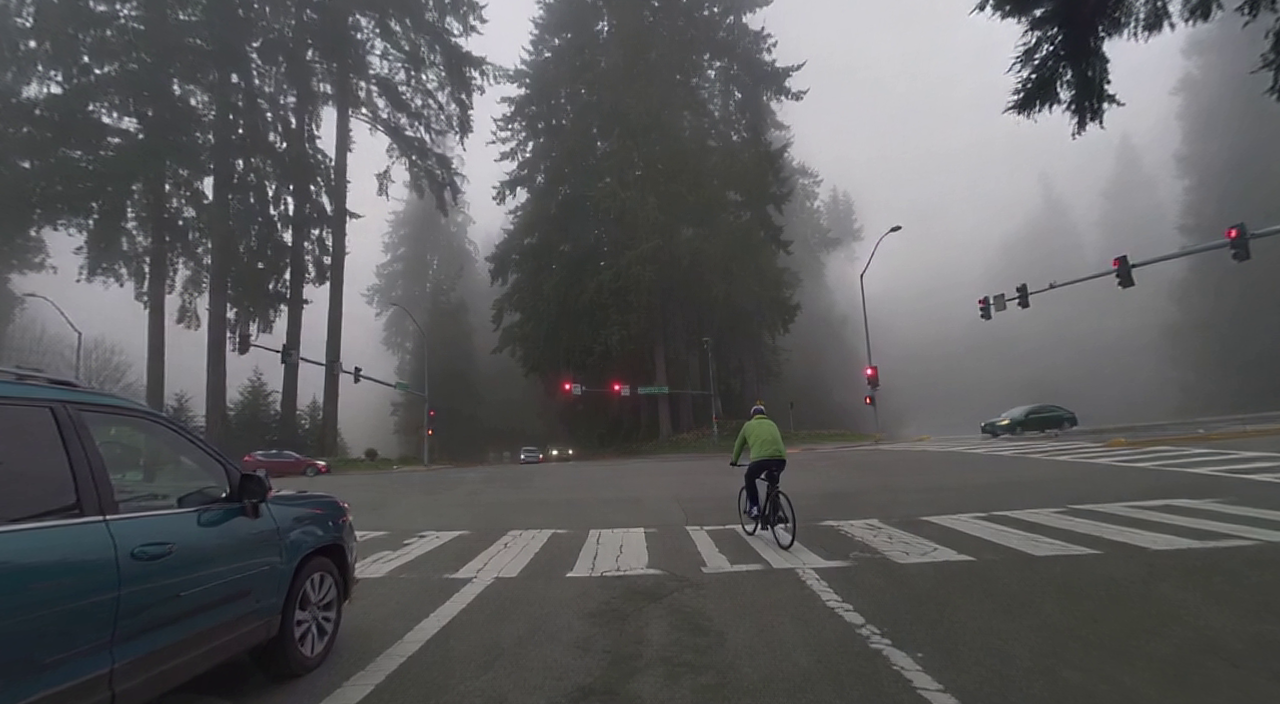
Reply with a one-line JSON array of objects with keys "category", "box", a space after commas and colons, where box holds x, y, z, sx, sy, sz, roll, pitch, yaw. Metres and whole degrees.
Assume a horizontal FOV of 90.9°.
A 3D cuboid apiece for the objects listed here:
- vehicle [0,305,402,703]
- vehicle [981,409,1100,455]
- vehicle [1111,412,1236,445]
[{"category": "vehicle", "box": [-2.959, 0.867, 2.743, 2.049, 1.756, 4.602, 0, -8, 0]}, {"category": "vehicle", "box": [18.580, 3.750, 29.376, 4.237, 1.948, 1.997, 0, -9, -9]}, {"category": "vehicle", "box": [25.762, 3.729, 30.491, 4.716, 1.507, 1.904, 2, -9, -11]}]
